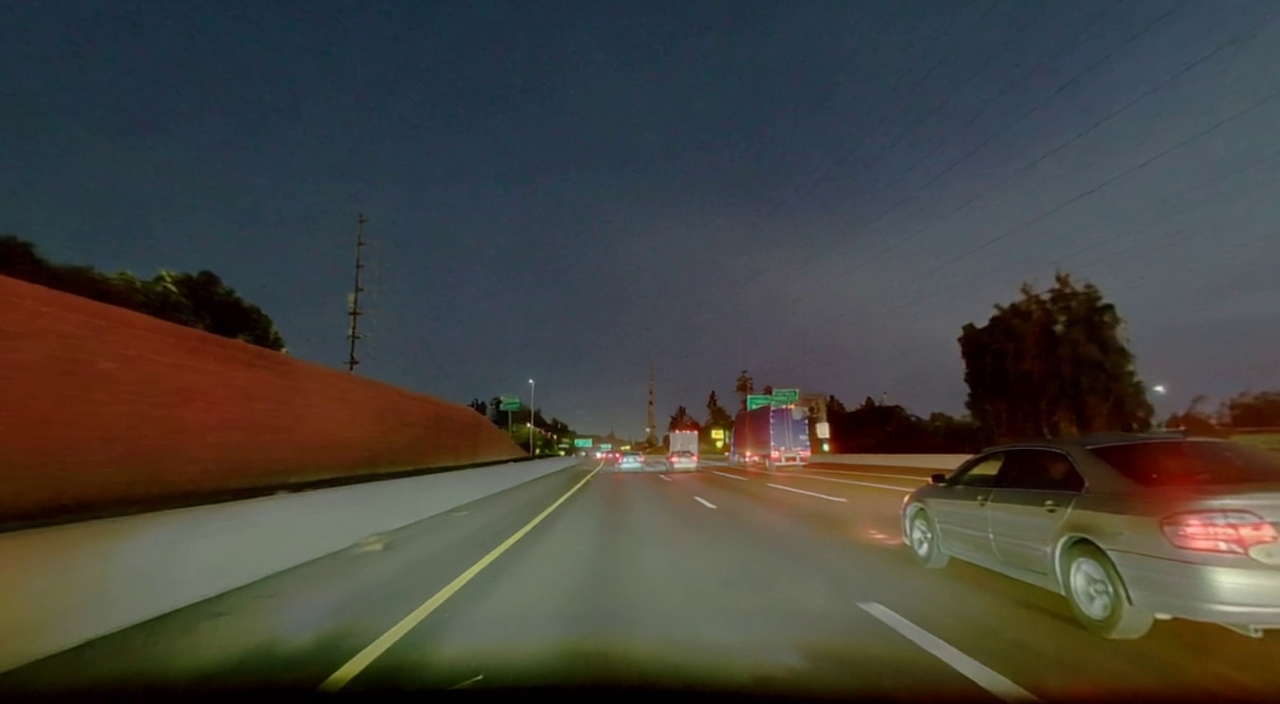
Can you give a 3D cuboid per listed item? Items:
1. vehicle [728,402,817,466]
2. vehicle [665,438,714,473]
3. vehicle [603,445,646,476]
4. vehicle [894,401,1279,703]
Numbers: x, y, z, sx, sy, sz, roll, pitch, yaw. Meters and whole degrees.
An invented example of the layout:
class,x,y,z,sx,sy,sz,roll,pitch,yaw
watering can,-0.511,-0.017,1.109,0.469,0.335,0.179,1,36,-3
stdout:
class,x,y,z,sx,sy,sz,roll,pitch,yaw
vehicle,9.722,6.532,48.989,2.914,4.134,15.553,0,-9,-3
vehicle,2.711,5.802,35.567,2.114,1.849,4.692,0,-9,-3
vehicle,-0.806,5.534,32.414,2.083,1.477,3.965,0,-9,-2
vehicle,3.369,1.121,3.696,1.922,1.465,4.165,0,-9,-2
